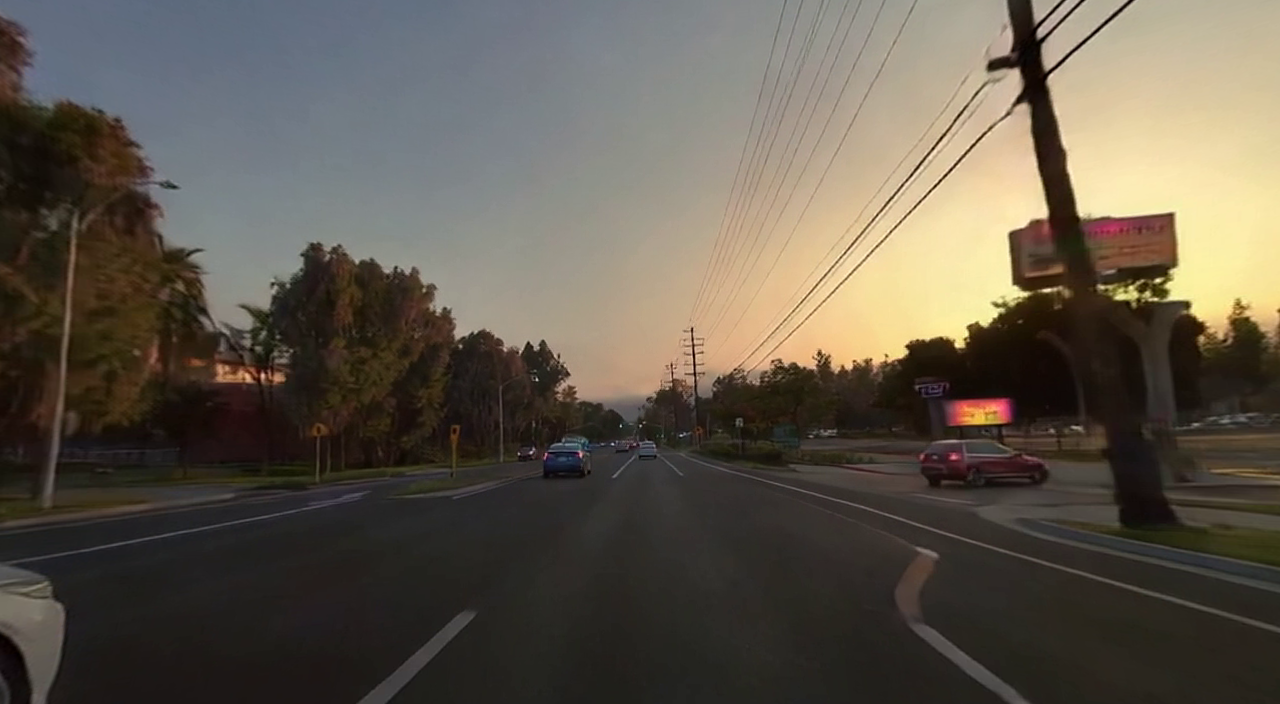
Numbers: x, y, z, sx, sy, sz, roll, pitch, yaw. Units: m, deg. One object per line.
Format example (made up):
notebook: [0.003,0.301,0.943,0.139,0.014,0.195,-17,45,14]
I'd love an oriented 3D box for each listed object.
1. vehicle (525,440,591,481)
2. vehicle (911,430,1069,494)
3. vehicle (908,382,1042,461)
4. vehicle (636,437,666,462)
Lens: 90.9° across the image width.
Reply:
vehicle: [-3.122,4.265,24.980,1.982,1.451,4.152,0,-9,1]
vehicle: [9.653,2.957,17.287,4.420,1.541,2.062,6,-11,-36]
vehicle: [19.949,4.160,38.462,2.923,4.081,8.860,-3,-5,-1]
vehicle: [0.780,7.335,47.442,2.155,1.781,3.977,0,-9,1]
